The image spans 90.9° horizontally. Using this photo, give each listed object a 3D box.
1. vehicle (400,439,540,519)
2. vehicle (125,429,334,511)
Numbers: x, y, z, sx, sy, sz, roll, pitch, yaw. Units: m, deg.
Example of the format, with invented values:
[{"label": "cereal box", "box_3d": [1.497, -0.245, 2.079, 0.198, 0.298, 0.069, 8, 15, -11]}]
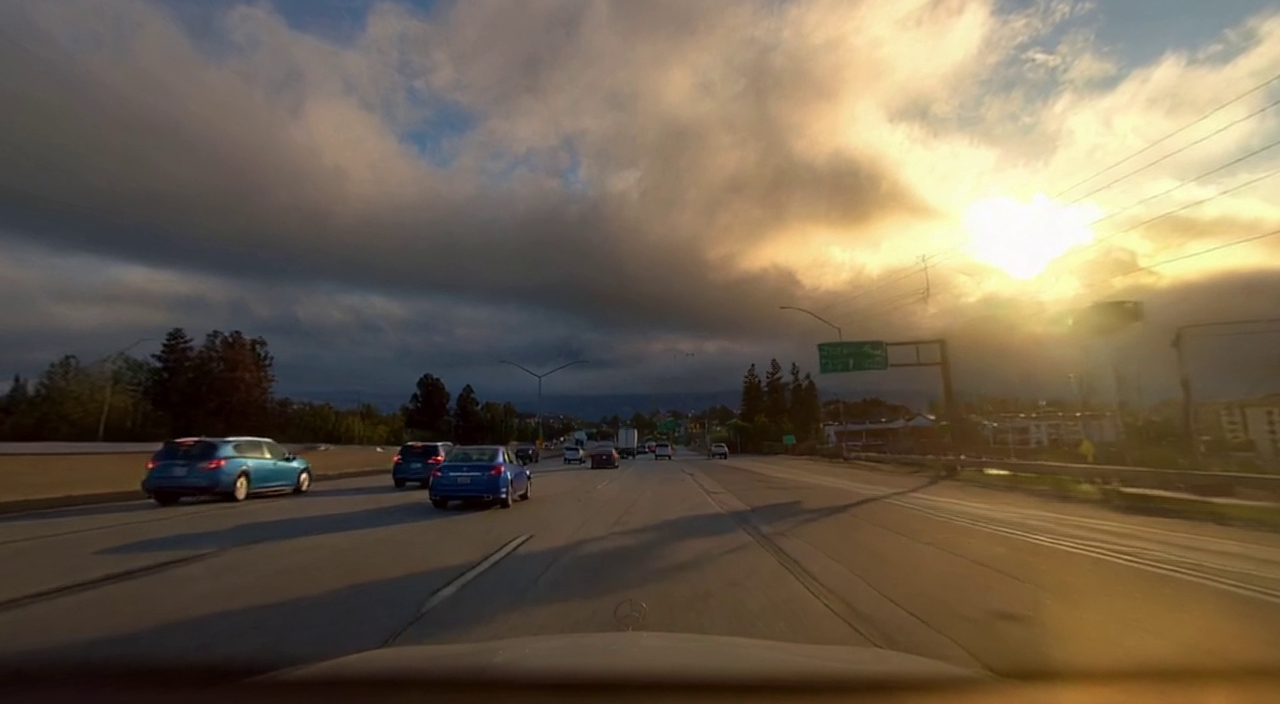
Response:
[{"label": "vehicle", "box_3d": [-3.541, 2.693, 13.912, 1.953, 1.511, 3.704, 0, -8, 2]}, {"label": "vehicle", "box_3d": [-10.427, 3.019, 16.673, 2.044, 1.810, 5.016, 0, -8, 2]}]
